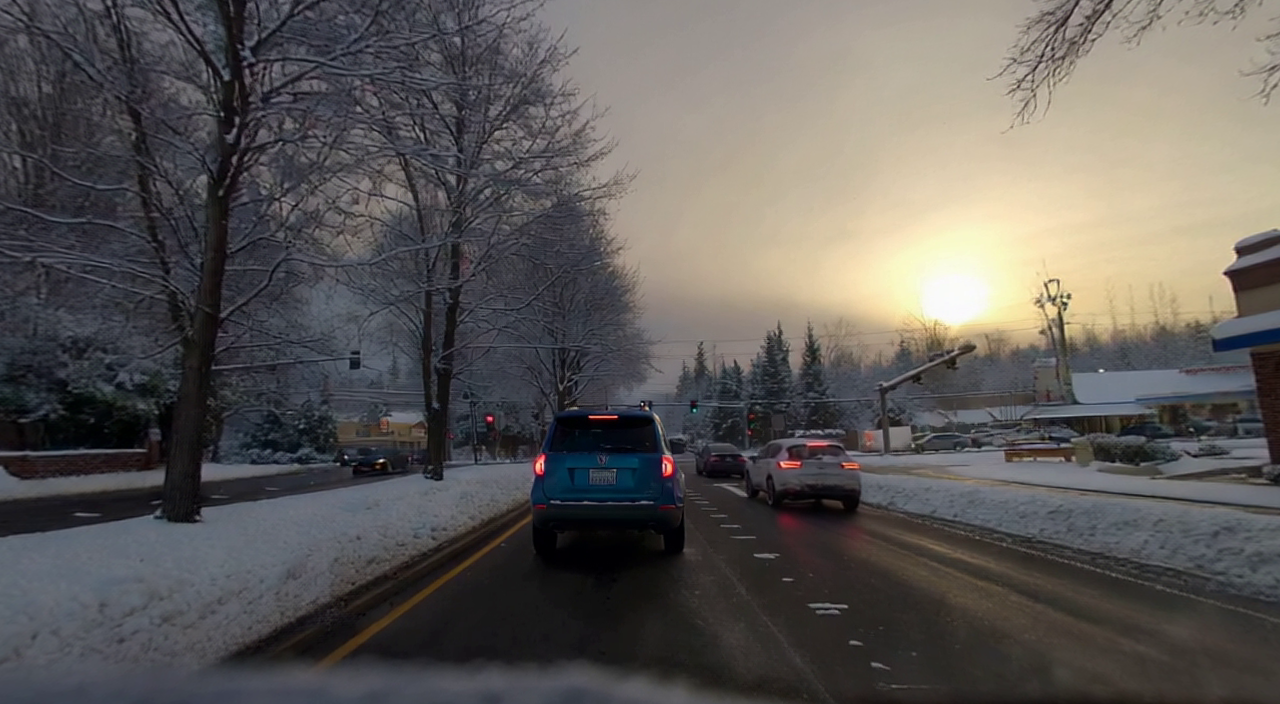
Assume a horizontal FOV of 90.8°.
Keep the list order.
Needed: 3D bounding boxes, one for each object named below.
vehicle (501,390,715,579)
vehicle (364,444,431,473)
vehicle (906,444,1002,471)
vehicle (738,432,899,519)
[{"bbox_3d":[-0.298,1.648,8.620,2.096,1.837,4.687,0,-9,0],"label":"vehicle"},{"bbox_3d":[-13.270,5.831,34.813,1.983,1.460,4.456,0,-9,-1],"label":"vehicle"},{"bbox_3d":[17.211,5.772,34.770,4.290,1.427,1.751,0,-9,2],"label":"vehicle"},{"bbox_3d":[3.634,2.610,13.943,2.098,1.555,4.778,0,-9,-1],"label":"vehicle"}]
